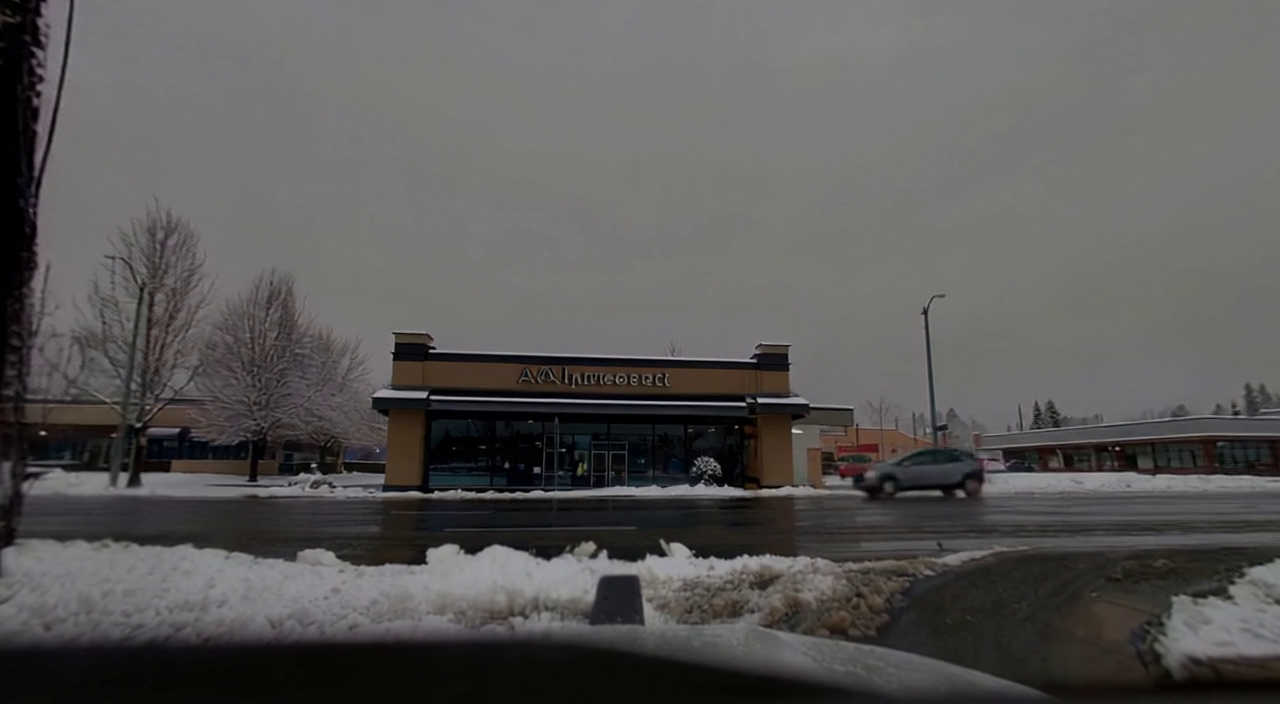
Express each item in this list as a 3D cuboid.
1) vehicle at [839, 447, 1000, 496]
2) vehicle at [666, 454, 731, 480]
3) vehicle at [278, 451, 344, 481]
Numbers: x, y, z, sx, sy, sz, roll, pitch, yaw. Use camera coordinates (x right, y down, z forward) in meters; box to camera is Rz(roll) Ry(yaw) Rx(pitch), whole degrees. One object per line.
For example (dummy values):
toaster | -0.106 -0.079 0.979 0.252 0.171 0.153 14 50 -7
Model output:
vehicle | 10.058 4.299 23.036 4.889 1.659 2.059 1 -9 -4
vehicle | 3.581 7.180 39.706 1.812 1.468 4.519 5 -10 -28
vehicle | -20.035 6.868 38.430 4.596 1.680 1.936 -8 -11 41
